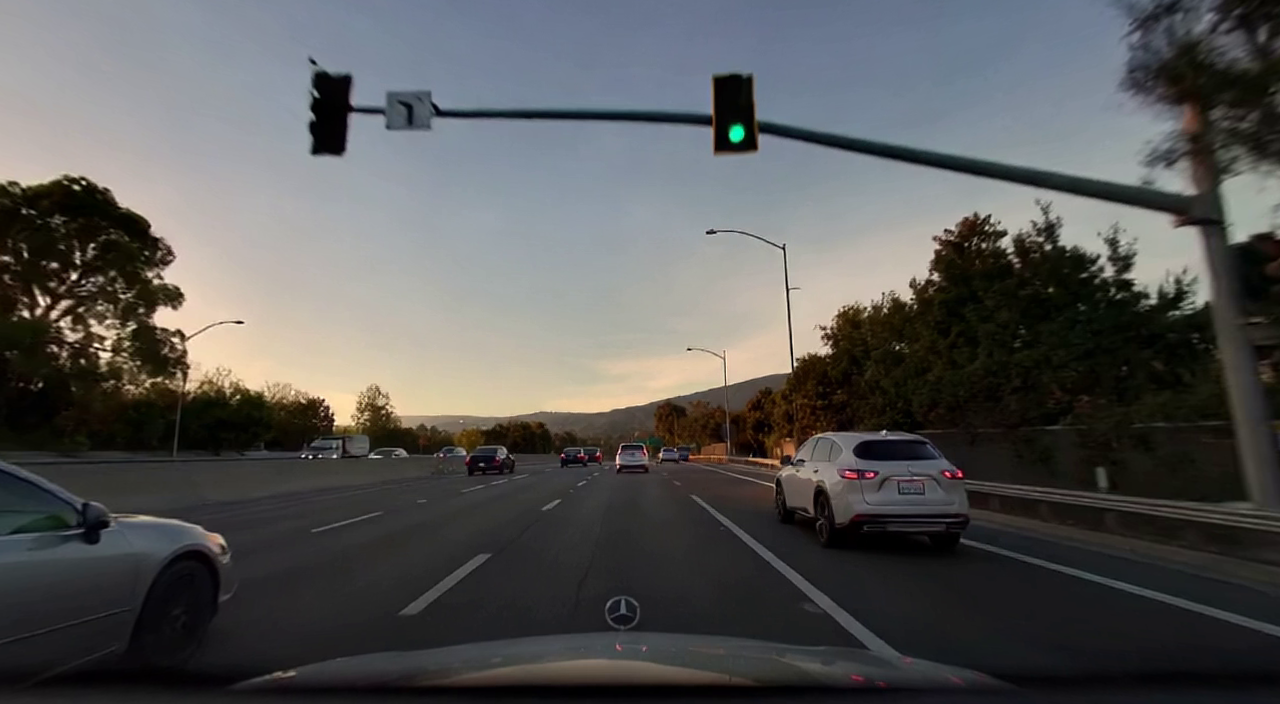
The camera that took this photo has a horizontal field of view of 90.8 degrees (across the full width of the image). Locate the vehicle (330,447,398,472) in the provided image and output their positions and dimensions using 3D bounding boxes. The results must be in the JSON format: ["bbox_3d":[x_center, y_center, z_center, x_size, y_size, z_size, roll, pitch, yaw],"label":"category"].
[{"bbox_3d":[-17.070,6.651,39.328,2.045,1.482,4.665,0,-8,1],"label":"vehicle"}]

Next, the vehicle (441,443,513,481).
[{"bbox_3d":[-6.959,4.707,27.397,1.980,1.519,4.147,0,-8,0],"label":"vehicle"}]

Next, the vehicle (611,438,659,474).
[{"bbox_3d":[-0.266,5.526,33.833,2.408,1.748,4.217,0,-8,-1],"label":"vehicle"}]

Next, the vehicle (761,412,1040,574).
[{"bbox_3d":[3.233,1.852,9.111,2.029,1.716,4.545,0,-8,-1],"label":"vehicle"}]

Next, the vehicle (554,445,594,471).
[{"bbox_3d":[-3.921,6.369,38.112,1.968,1.473,4.209,0,-8,0],"label":"vehicle"}]

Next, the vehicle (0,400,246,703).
[{"bbox_3d":[-3.451,0.795,1.325,2.130,1.514,4.766,0,-8,1],"label":"vehicle"}]
